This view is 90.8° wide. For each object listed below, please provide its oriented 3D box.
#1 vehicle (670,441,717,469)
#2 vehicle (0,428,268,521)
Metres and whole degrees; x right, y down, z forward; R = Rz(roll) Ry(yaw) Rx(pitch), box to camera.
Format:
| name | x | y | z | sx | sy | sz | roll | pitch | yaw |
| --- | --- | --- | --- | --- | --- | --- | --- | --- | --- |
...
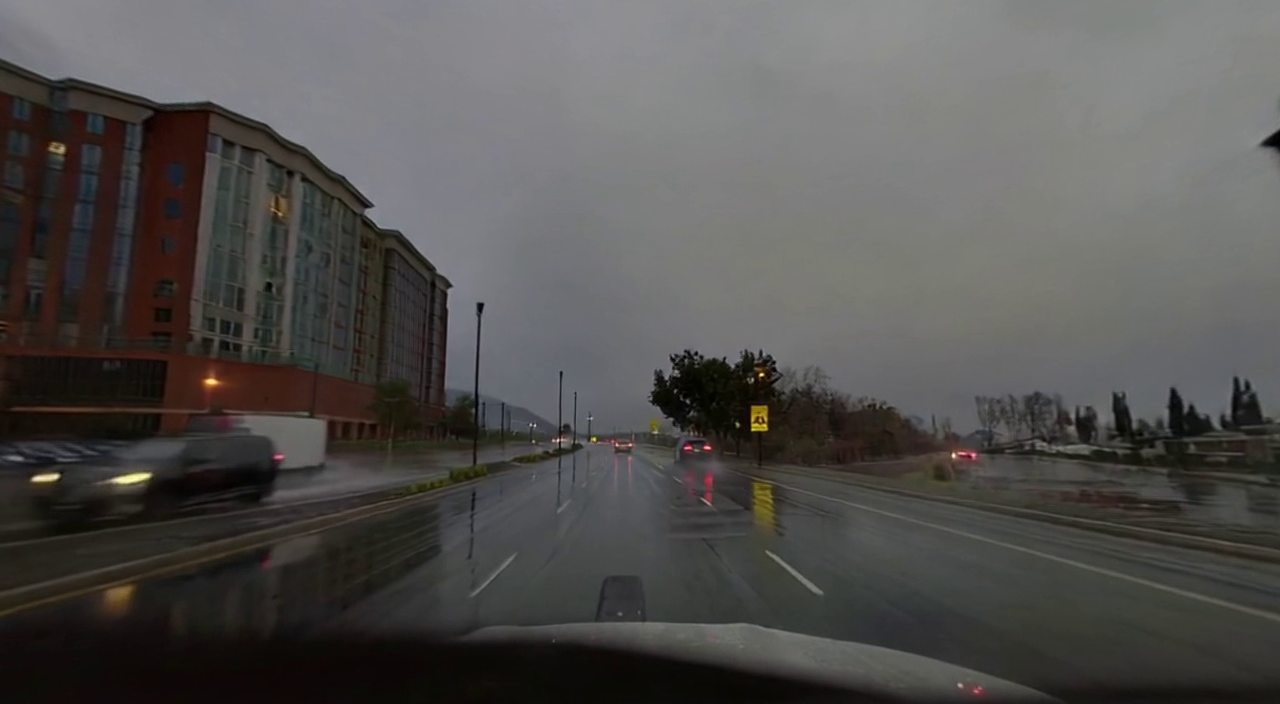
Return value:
| name | x | y | z | sx | sy | sz | roll | pitch | yaw |
| --- | --- | --- | --- | --- | --- | --- | --- | --- | --- |
| vehicle | 2.950 | 5.795 | 35.734 | 2.090 | 1.506 | 4.382 | 0 | -8 | -2 |
| vehicle | -9.665 | 2.336 | 12.581 | 1.874 | 1.520 | 4.215 | 0 | -8 | 1 |
